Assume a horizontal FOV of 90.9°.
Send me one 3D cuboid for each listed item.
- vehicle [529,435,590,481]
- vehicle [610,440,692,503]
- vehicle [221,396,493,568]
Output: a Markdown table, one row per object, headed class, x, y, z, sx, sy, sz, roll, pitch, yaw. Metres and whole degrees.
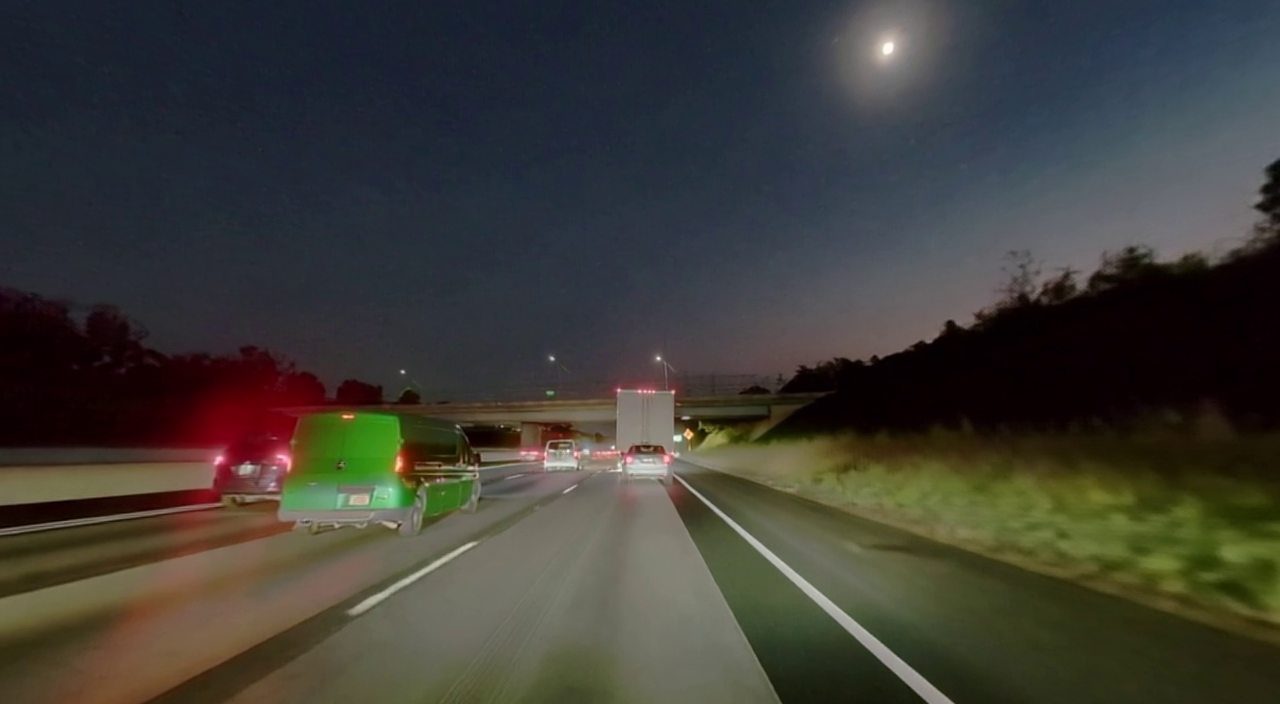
| class | x | y | z | sx | sy | sz | roll | pitch | yaw |
| --- | --- | --- | --- | --- | --- | --- | --- | --- | --- |
| vehicle | -3.419 | 4.616 | 27.630 | 2.068 | 1.862 | 4.234 | 0 | -9 | 1 |
| vehicle | 0.252 | 3.183 | 17.109 | 1.991 | 1.507 | 3.391 | 0 | -9 | -1 |
| vehicle | -3.587 | 1.738 | 8.985 | 1.951 | 1.882 | 3.979 | 0 | -9 | 1 |
